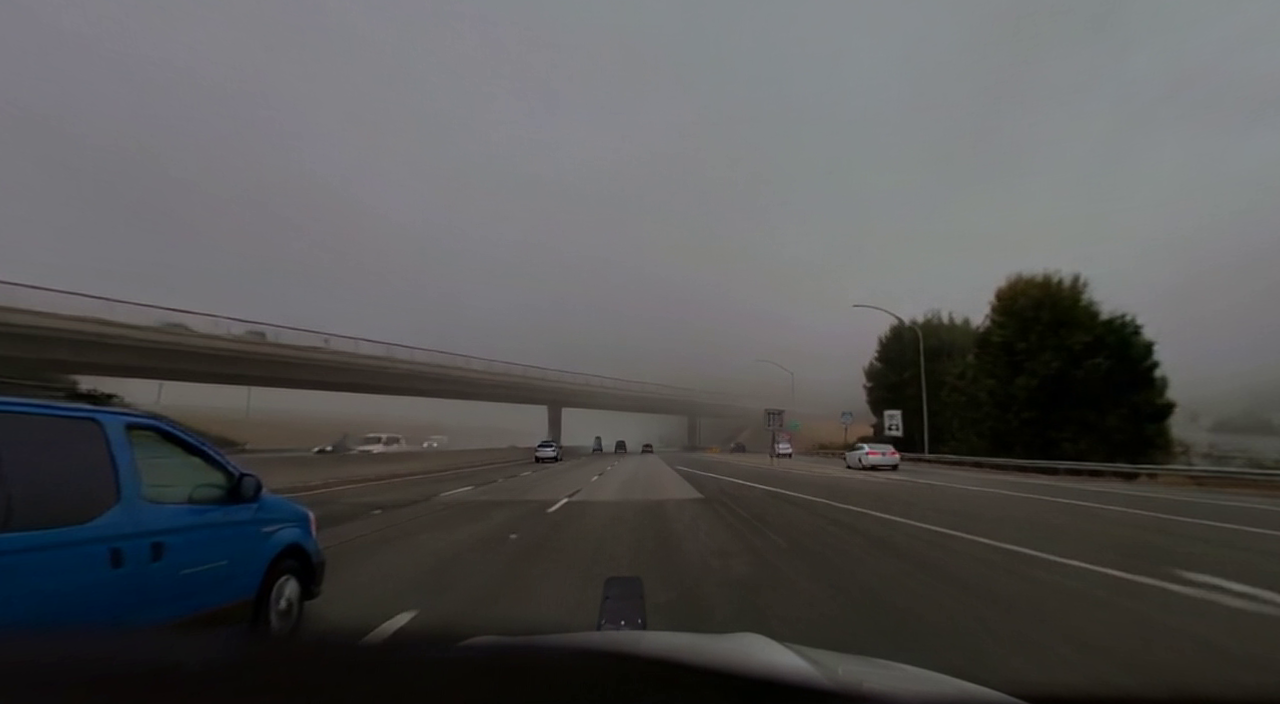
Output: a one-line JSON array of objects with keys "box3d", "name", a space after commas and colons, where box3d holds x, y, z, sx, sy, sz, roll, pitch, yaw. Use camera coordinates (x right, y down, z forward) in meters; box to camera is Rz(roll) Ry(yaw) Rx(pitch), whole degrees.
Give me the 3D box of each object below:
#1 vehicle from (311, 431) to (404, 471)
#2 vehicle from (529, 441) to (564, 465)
[{"box3d": [-15.837, 5.594, 35.740, 2.325, 2.027, 6.217, 0, -8, 1], "name": "vehicle"}, {"box3d": [-6.817, 7.412, 46.156, 1.935, 1.633, 3.955, 0, -8, 1], "name": "vehicle"}]
